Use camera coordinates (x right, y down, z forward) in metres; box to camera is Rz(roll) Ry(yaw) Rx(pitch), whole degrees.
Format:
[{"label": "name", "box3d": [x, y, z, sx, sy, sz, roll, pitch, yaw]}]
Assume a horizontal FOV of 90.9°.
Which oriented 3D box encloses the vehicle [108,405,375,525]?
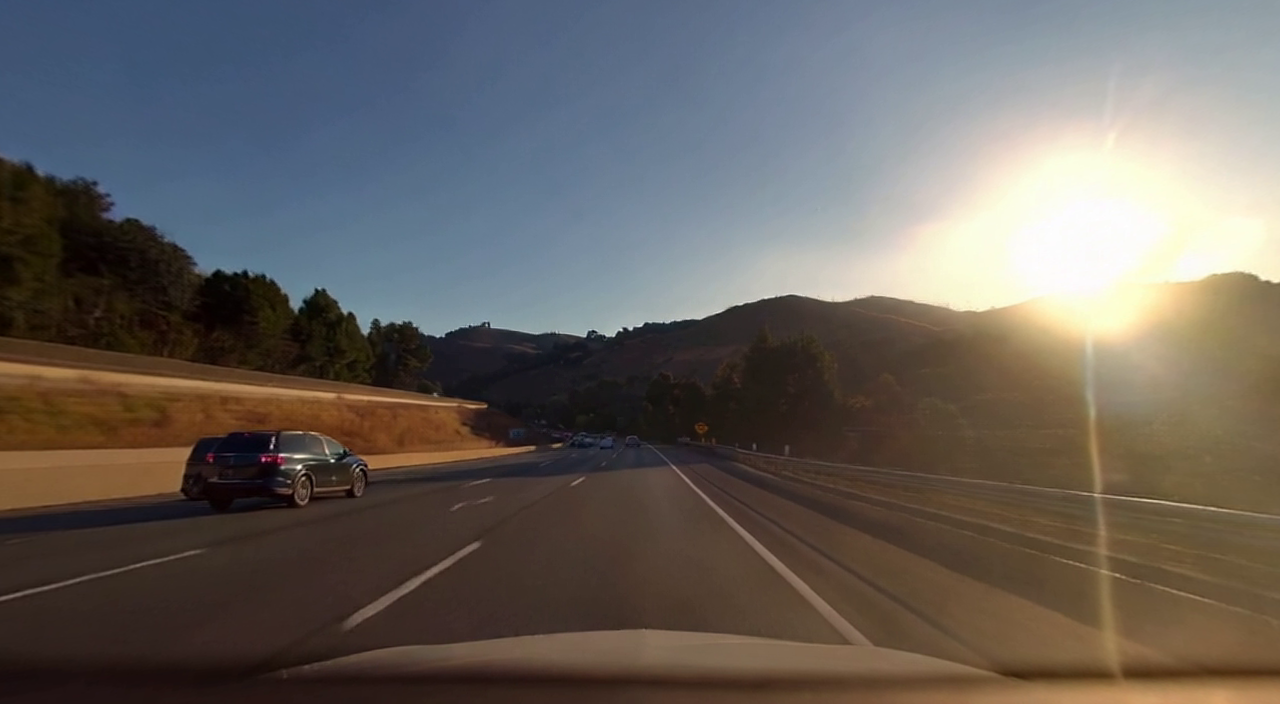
[{"label": "vehicle", "box3d": [-7.514, 2.202, 12.757, 2.151, 1.925, 4.945, 0, -9, 0]}]
